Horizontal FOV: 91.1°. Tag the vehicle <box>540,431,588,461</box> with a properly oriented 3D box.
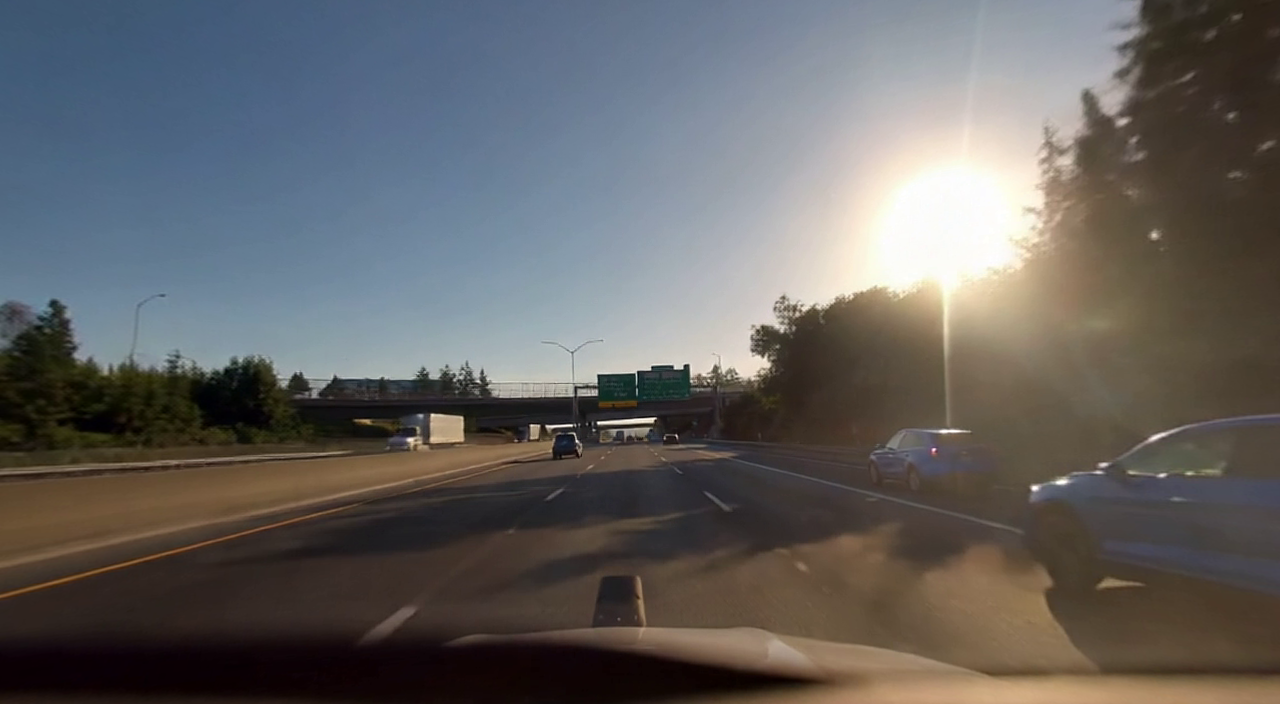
[{"bbox_3d":[-3.928,4.903,33.175,2.032,1.465,4.316,0,-8,-1],"label":"vehicle"}]

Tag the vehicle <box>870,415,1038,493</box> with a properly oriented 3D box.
[{"bbox_3d":[7.324,2.402,15.211,1.956,1.634,3.935,0,-8,-1],"label":"vehicle"}]

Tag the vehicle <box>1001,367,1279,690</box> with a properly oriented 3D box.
[{"bbox_3d":[4.148,0.896,3.299,2.011,1.576,4.060,0,-8,-1],"label":"vehicle"}]
